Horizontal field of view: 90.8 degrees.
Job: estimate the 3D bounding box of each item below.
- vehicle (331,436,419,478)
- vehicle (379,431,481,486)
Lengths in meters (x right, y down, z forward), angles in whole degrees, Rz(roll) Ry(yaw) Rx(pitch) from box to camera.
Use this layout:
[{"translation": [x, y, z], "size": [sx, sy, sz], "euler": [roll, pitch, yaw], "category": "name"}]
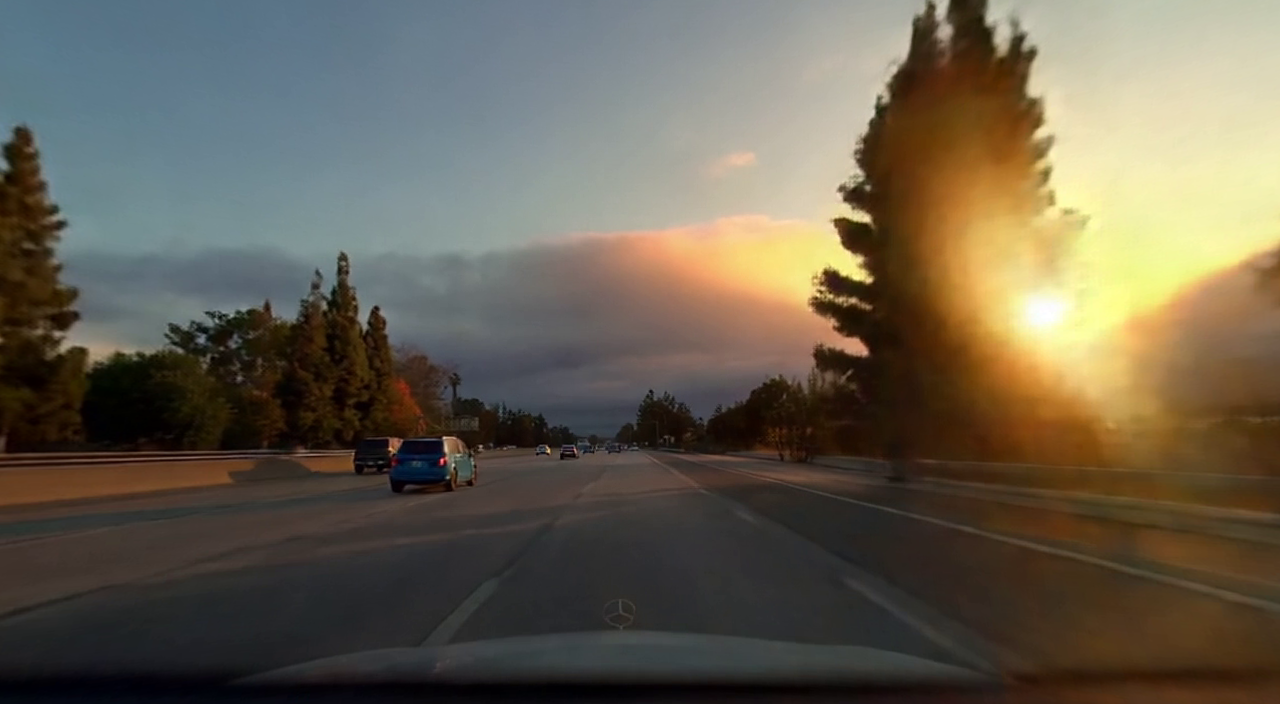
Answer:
[{"translation": [-11.639, 4.638, 28.124], "size": [2.016, 1.711, 4.365], "euler": [0, -9, -1], "category": "vehicle"}, {"translation": [-7.389, 3.811, 22.817], "size": [2.146, 1.766, 4.502], "euler": [0, -9, -1], "category": "vehicle"}]
